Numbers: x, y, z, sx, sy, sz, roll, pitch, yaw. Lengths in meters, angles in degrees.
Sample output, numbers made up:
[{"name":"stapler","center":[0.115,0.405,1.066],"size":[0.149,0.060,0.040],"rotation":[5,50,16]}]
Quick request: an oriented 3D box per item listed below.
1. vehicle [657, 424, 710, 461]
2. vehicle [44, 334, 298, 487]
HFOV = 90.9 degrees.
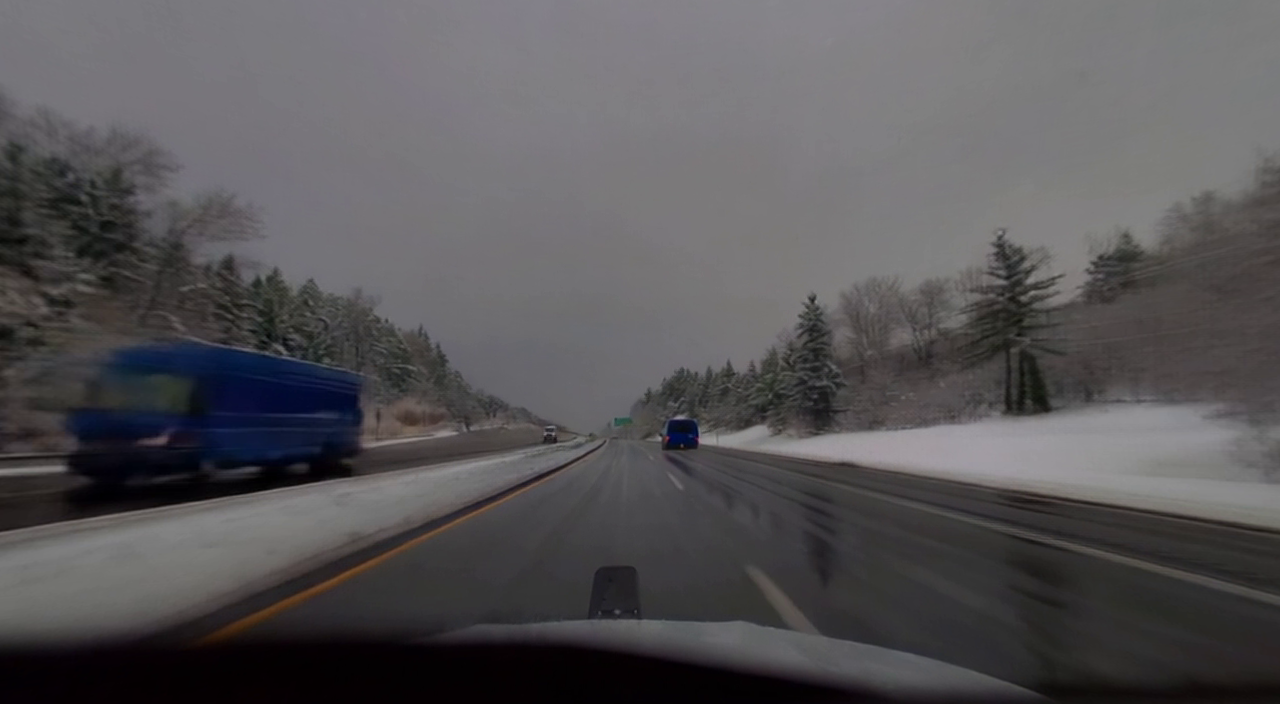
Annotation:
[{"name":"vehicle","center":[2.179,4.683,32.840],"size":[2.240,1.801,4.545],"rotation":[0,-8,-2]},{"name":"vehicle","center":[-13.603,1.855,19.162],"size":[3.077,3.908,5.911],"rotation":[0,-8,-1]}]
